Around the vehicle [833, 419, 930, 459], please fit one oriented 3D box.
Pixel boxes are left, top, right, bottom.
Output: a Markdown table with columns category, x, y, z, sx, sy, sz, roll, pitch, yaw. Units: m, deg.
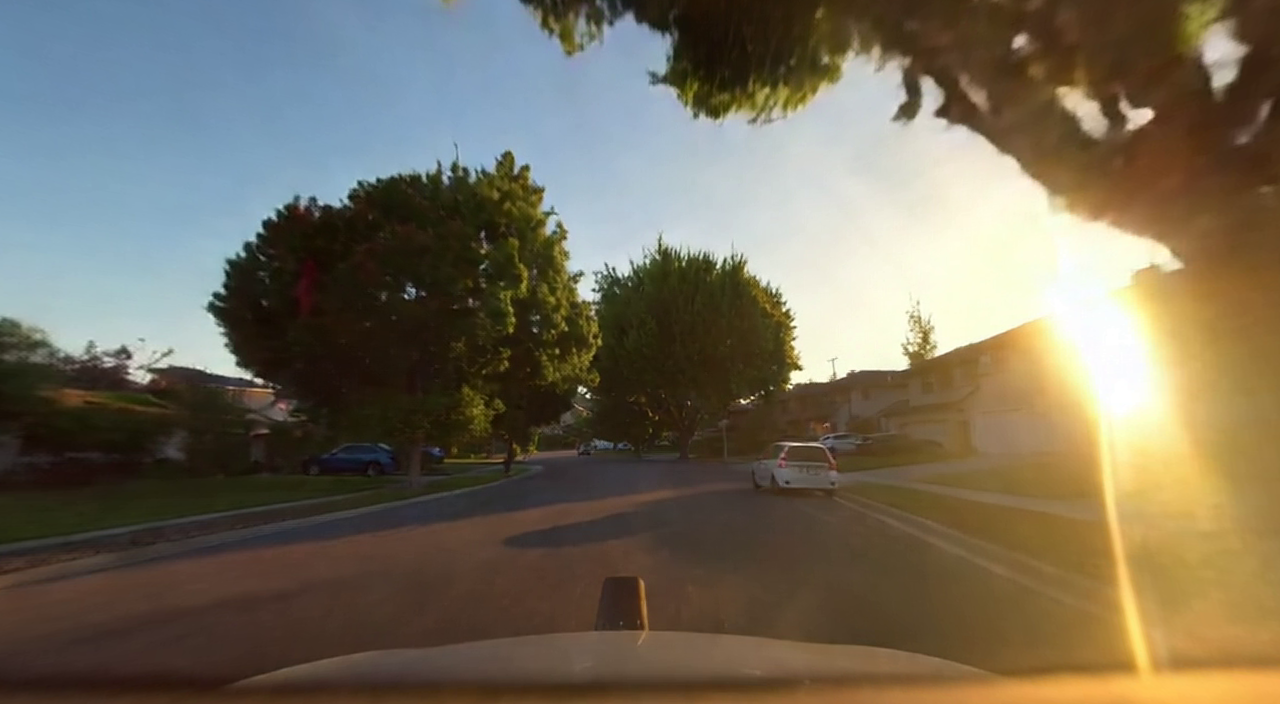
| category | x | y | z | sx | sy | sz | roll | pitch | yaw |
| --- | --- | --- | --- | --- | --- | --- | --- | --- | --- |
| vehicle | 13.276 | 4.813 | 34.858 | 4.421 | 1.703 | 1.927 | -5 | -8 | -7 |

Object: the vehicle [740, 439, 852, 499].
| category | x | y | z | sx | sy | sz | roll | pitch | yaw |
| --- | --- | --- | --- | --- | --- | --- | --- | --- | --- |
| vehicle | 4.456 | 3.426 | 18.881 | 2.088 | 1.522 | 4.449 | 0 | -9 | -2 |
